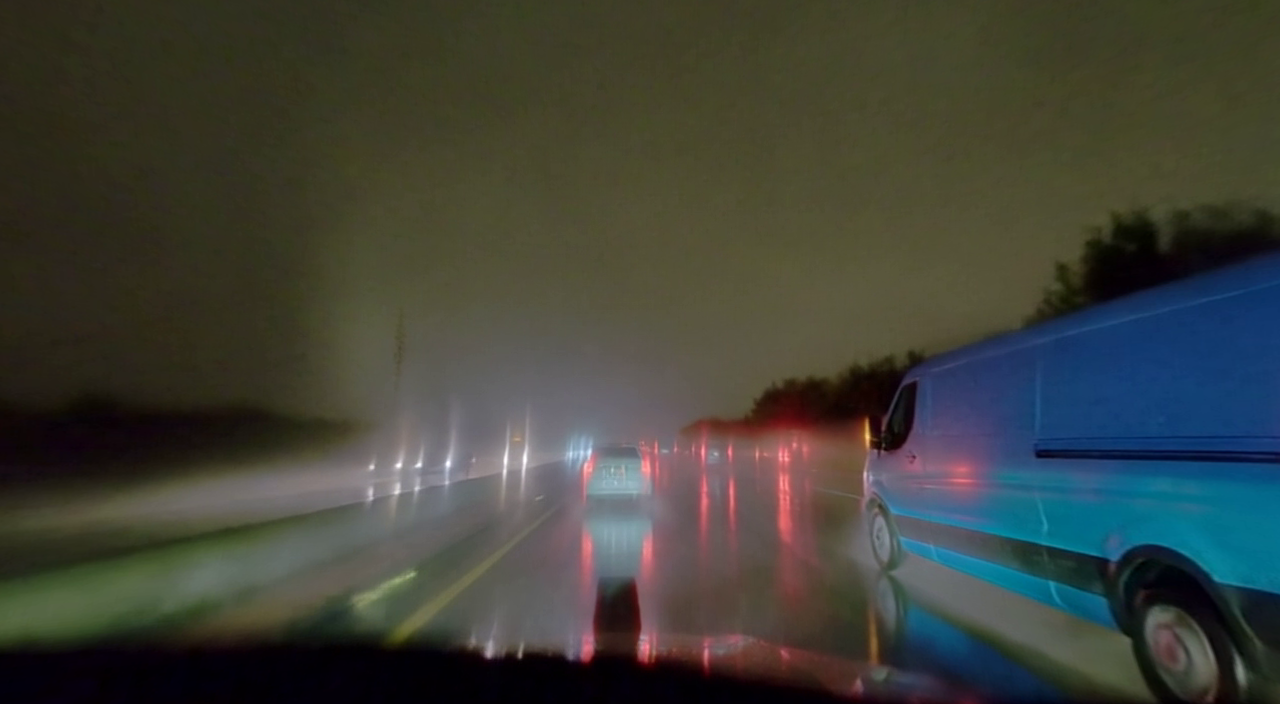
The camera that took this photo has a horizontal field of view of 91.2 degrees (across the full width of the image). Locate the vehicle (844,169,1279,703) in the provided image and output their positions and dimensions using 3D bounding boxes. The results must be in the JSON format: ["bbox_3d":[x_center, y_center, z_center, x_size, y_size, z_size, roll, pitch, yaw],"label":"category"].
[{"bbox_3d":[3.798,0.799,4.733,2.399,2.421,5.829,0,-9,-1],"label":"vehicle"}]

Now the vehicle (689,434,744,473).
[{"bbox_3d":[4.102,5.575,34.425,2.261,1.952,4.784,0,-9,-1],"label":"vehicle"}]

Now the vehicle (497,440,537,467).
[{"bbox_3d":[-9.335,7.743,47.950,2.106,1.959,4.715,0,-9,0],"label":"vehicle"}]

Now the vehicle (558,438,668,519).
[{"bbox_3d":[-0.521,2.637,13.530,2.029,1.483,3.769,0,-9,0],"label":"vehicle"}]

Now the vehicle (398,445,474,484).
[{"bbox_3d":[-8.986,4.997,28.048,1.984,1.571,4.292,0,-9,-1],"label":"vehicle"}]

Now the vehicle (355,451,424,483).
[{"bbox_3d":[-12.747,5.861,32.167,1.853,1.507,4.226,0,-9,-1],"label":"vehicle"}]
